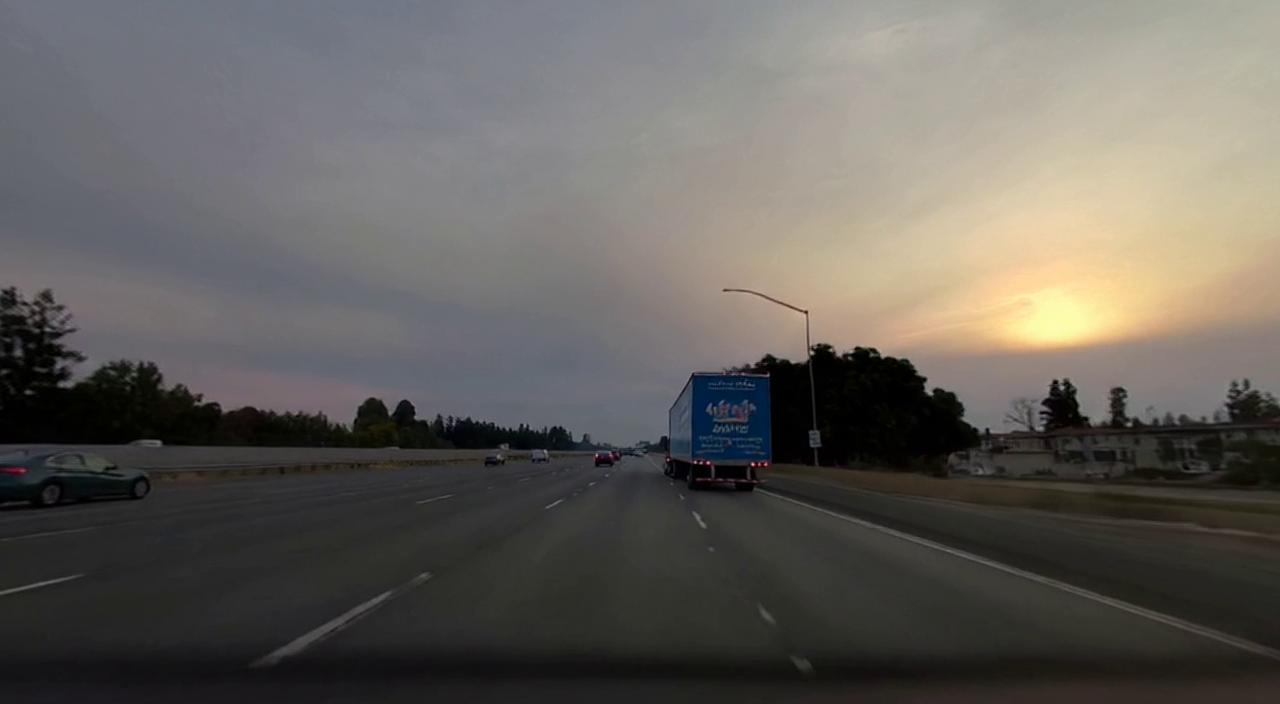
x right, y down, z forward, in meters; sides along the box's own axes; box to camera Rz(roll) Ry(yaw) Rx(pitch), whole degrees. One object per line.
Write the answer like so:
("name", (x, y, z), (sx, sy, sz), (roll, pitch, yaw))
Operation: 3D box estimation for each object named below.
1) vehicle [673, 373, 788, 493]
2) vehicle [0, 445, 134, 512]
("vehicle", (3.482, 3.935, 29.414), (3.140, 4.100, 15.551), (0, -9, 0))
("vehicle", (-15.192, 2.999, 15.225), (1.982, 1.471, 4.747), (0, -9, 1))
